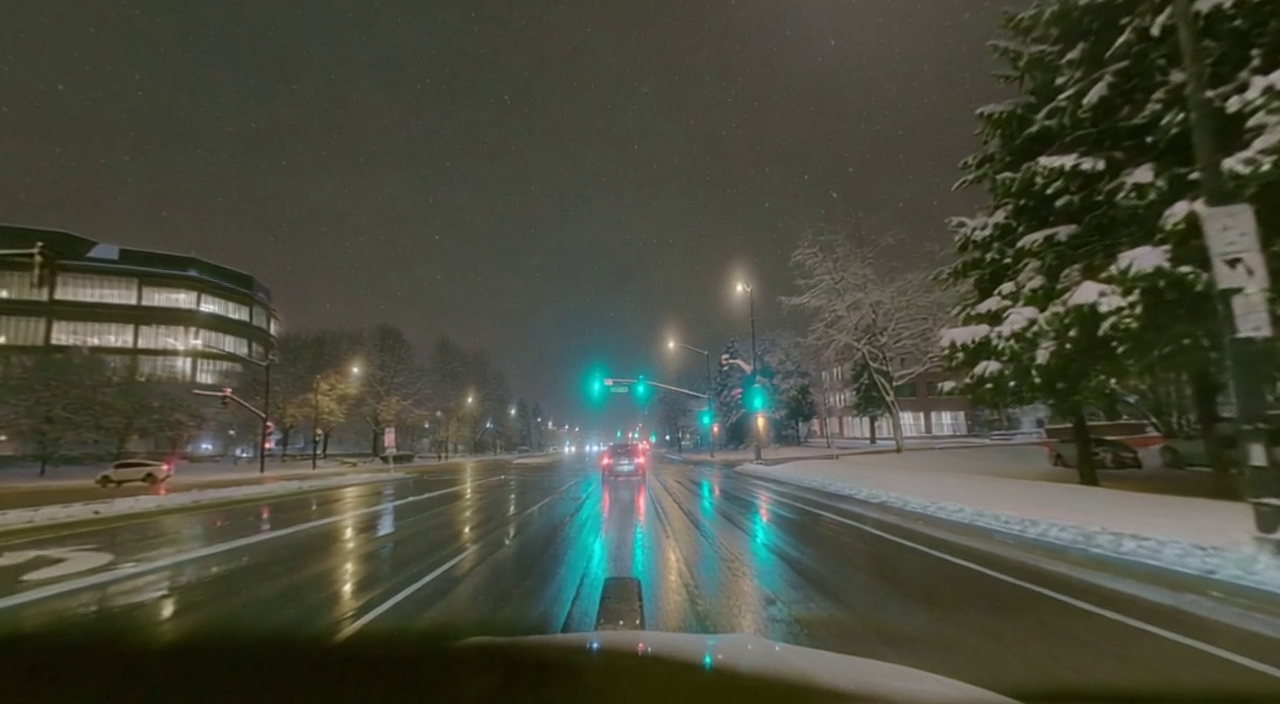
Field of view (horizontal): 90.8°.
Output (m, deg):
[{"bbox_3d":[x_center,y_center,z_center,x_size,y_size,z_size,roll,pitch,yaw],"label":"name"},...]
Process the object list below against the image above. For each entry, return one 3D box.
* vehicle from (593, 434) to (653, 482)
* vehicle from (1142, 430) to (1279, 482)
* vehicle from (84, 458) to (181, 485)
[{"bbox_3d":[-0.636,4.084,24.626,2.130,1.711,4.038,0,-8,-1],"label":"vehicle"},{"bbox_3d":[17.098,2.980,18.227,3.720,1.414,1.719,0,-8,-2],"label":"vehicle"},{"bbox_3d":[-35.005,8.261,43.674,4.884,1.736,2.049,0,-8,-1],"label":"vehicle"}]
